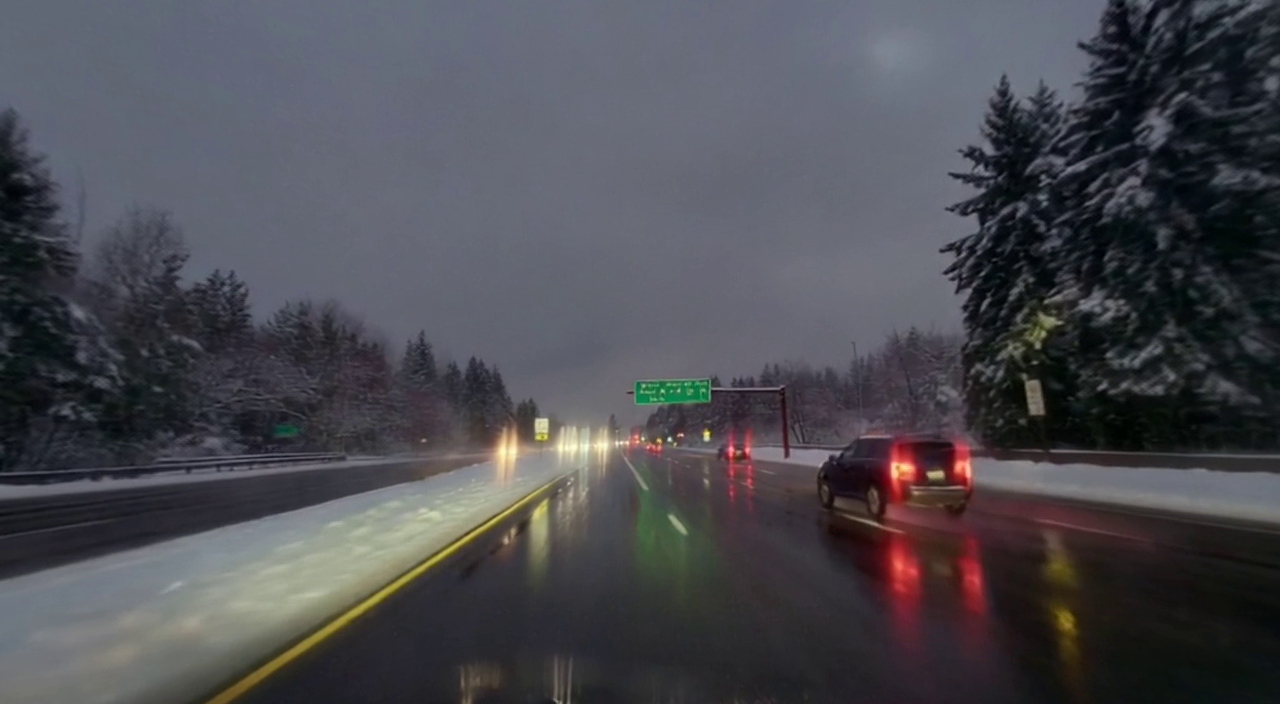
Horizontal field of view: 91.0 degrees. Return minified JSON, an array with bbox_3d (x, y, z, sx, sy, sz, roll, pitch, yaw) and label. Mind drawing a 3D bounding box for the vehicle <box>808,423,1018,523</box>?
[{"bbox_3d":[5.301,2.414,13.123,2.066,1.683,4.675,0,-8,-3],"label":"vehicle"}]
